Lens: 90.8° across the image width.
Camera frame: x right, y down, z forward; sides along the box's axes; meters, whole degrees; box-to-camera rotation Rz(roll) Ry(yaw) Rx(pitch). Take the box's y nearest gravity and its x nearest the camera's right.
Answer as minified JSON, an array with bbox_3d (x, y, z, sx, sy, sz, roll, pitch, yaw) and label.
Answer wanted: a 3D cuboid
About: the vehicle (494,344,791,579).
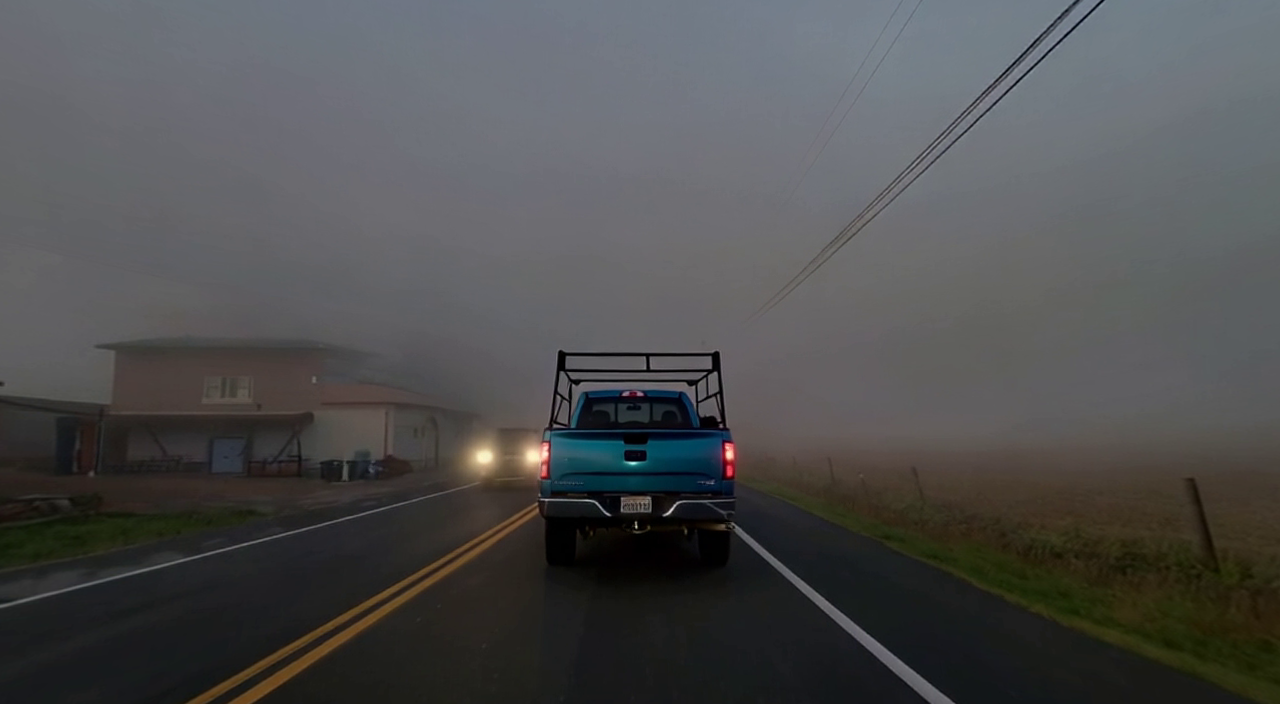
[{"bbox_3d":[-0.064,1.608,9.982,2.912,2.320,7.292,0,-8,-1],"label":"vehicle"}]
